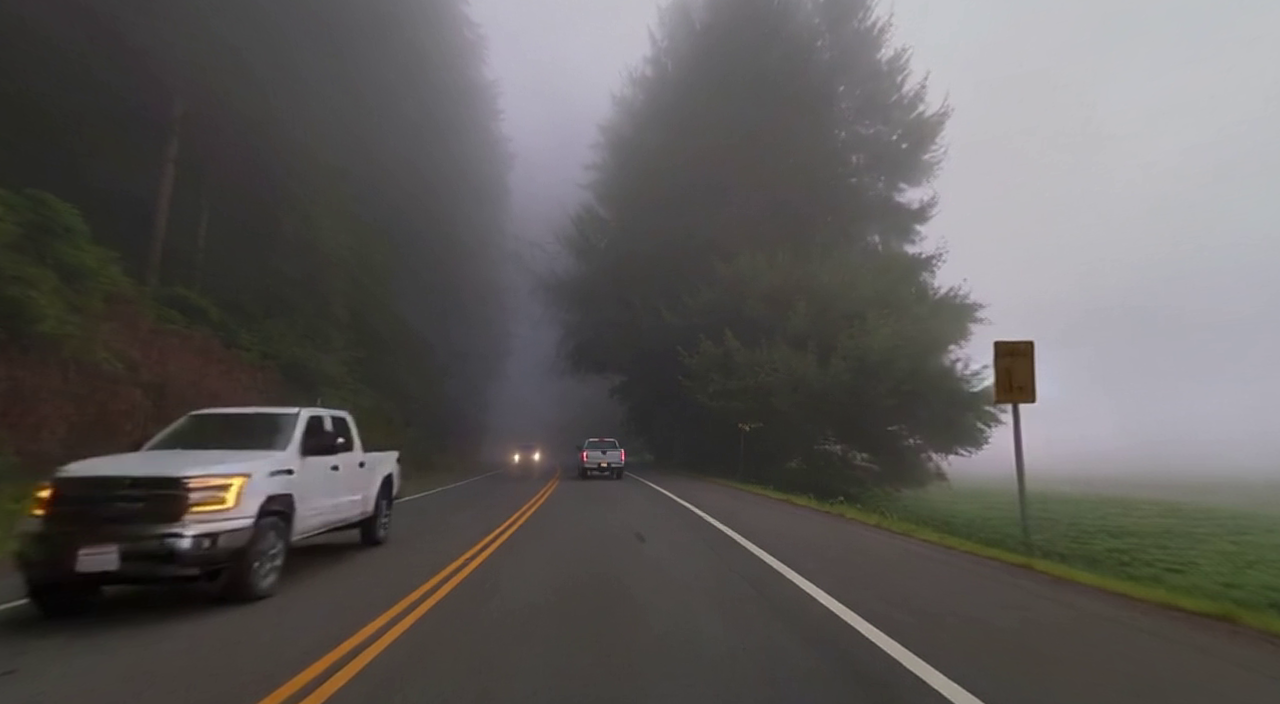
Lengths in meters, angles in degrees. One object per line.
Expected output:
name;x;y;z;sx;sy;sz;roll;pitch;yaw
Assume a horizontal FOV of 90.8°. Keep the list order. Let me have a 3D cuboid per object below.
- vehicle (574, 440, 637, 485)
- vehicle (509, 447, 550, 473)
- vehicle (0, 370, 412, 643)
vehicle;-1.593;4.957;28.819;2.631;1.798;5.331;0;-8;-4
vehicle;-7.058;6.950;40.940;2.166;1.513;4.519;0;-8;-4
vehicle;-4.618;1.495;7.167;2.374;1.989;4.909;0;-8;-2
